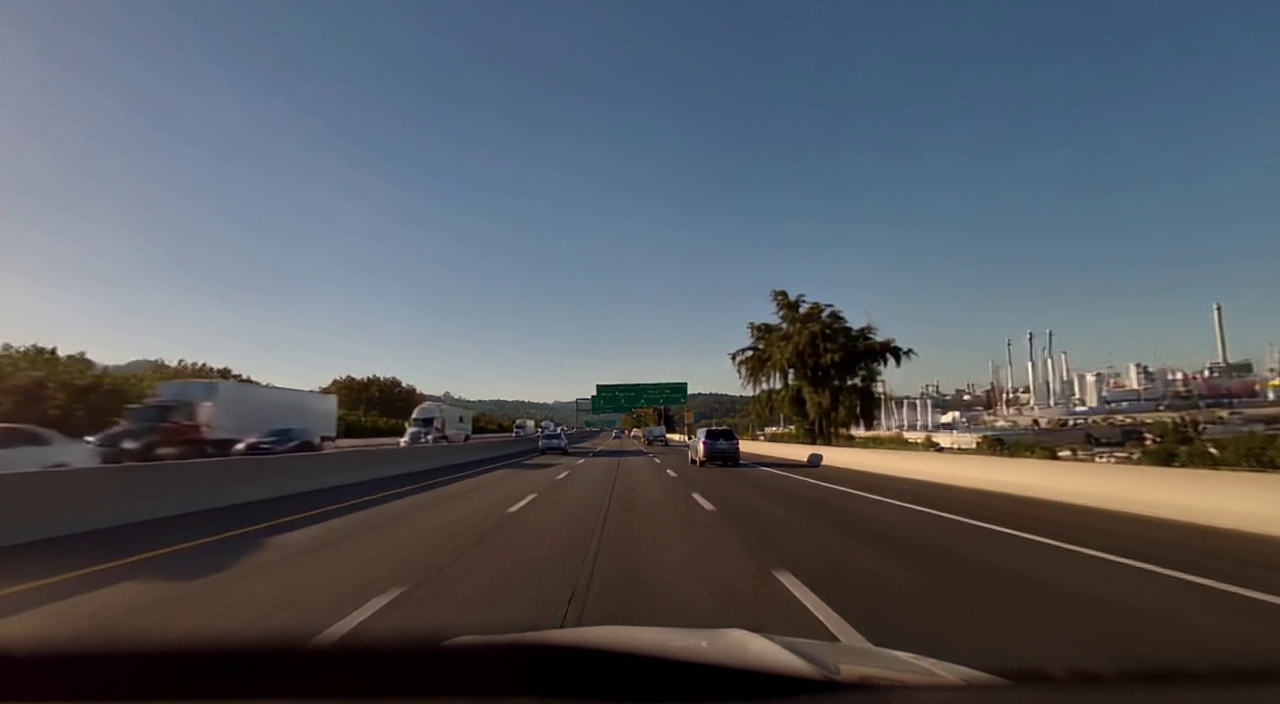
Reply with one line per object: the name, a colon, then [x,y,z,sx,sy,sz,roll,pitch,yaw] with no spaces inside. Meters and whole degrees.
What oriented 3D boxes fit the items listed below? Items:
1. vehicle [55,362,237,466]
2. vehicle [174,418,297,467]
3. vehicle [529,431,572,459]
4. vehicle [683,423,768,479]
vehicle: [-20.869,2.765,27.199,2.924,3.975,5.916,1,-8,-2]
vehicle: [-16.874,3.806,26.673,2.046,1.862,4.919,1,-8,-2]
vehicle: [-5.191,5.406,36.895,1.996,1.518,4.229,1,-8,-2]
vehicle: [2.657,3.200,20.711,2.022,1.637,4.229,1,-8,-3]
